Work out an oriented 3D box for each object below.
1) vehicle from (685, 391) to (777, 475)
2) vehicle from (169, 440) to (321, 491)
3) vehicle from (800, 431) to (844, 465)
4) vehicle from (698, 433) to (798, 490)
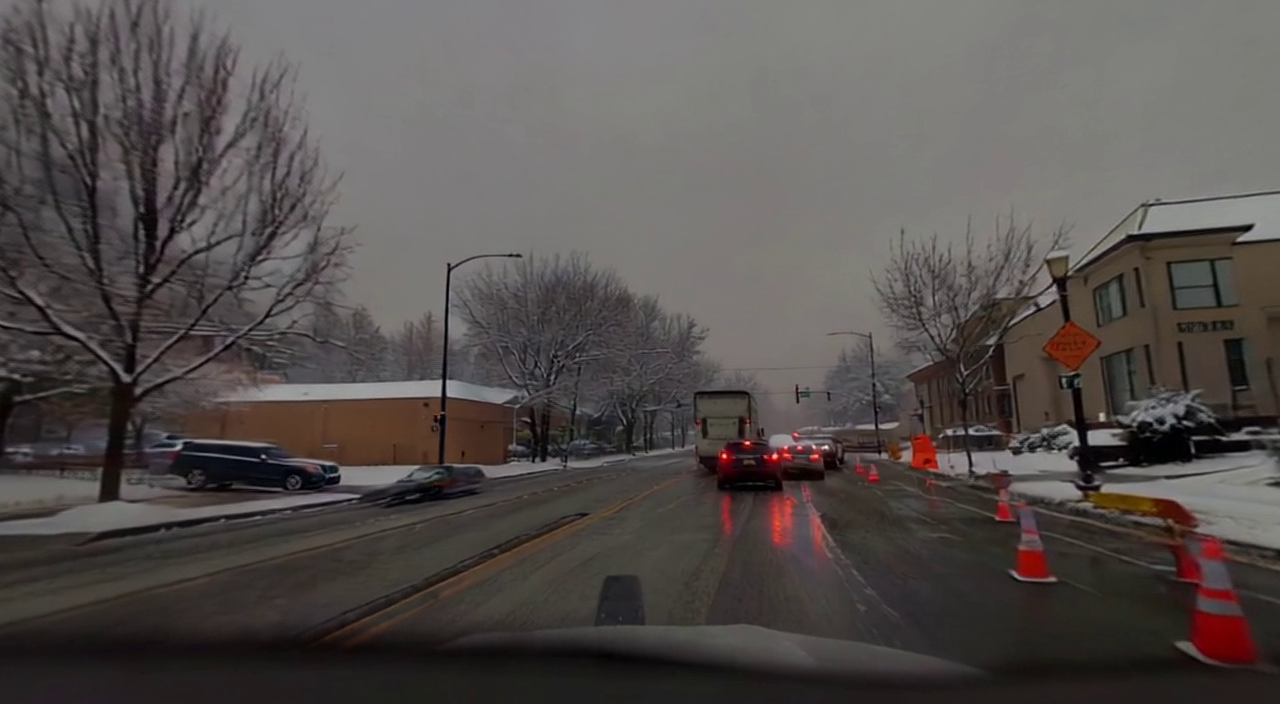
[{"bbox_3d":[4.910,4.120,31.284,2.977,3.271,12.748,-2,-9,15],"label":"vehicle"},{"bbox_3d":[-14.163,4.044,22.762,4.397,1.698,1.932,-2,-9,11],"label":"vehicle"},{"bbox_3d":[11.074,5.794,38.282,2.110,1.942,4.376,-3,-9,21],"label":"vehicle"},{"bbox_3d":[3.088,3.246,19.053,2.159,1.506,4.086,0,-8,-2],"label":"vehicle"}]
